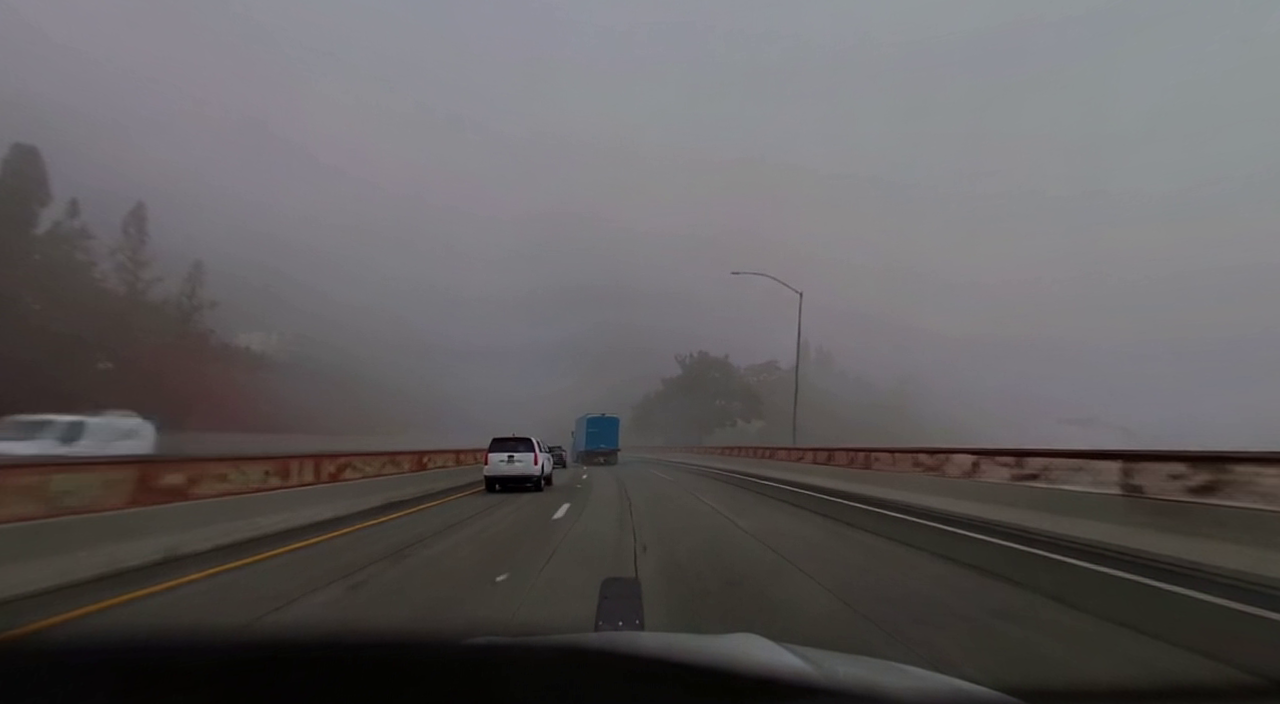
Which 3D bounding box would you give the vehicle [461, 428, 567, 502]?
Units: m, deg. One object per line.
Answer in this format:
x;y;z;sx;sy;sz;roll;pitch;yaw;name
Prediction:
-3.269;3.031;17.297;2.041;1.734;4.391;1;-9;-1;vehicle

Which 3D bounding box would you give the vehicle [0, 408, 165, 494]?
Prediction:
-13.251;2.145;13.736;2.187;1.625;4.614;0;-9;-1;vehicle
